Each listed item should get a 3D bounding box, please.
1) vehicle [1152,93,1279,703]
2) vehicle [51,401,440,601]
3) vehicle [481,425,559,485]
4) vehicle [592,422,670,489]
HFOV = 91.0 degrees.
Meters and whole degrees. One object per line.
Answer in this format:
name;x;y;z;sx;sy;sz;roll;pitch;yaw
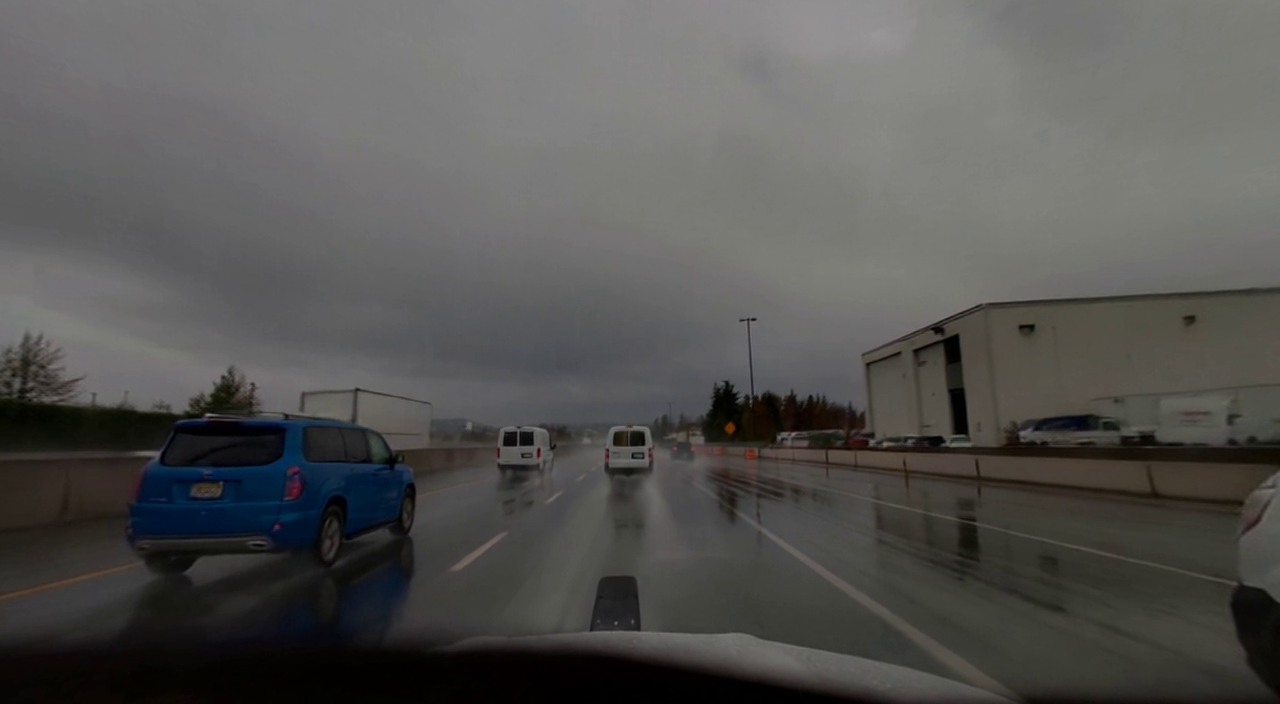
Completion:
vehicle;3.896;-0.087;0.232;2.427;2.652;5.769;-1;-8;0
vehicle;-4.124;1.595;7.698;1.972;1.703;4.333;0;-8;-1
vehicle;-4.216;3.683;22.793;2.038;1.936;4.300;0;-8;-1
vehicle;-0.342;3.367;20.821;2.304;1.925;4.282;0;-8;-2
